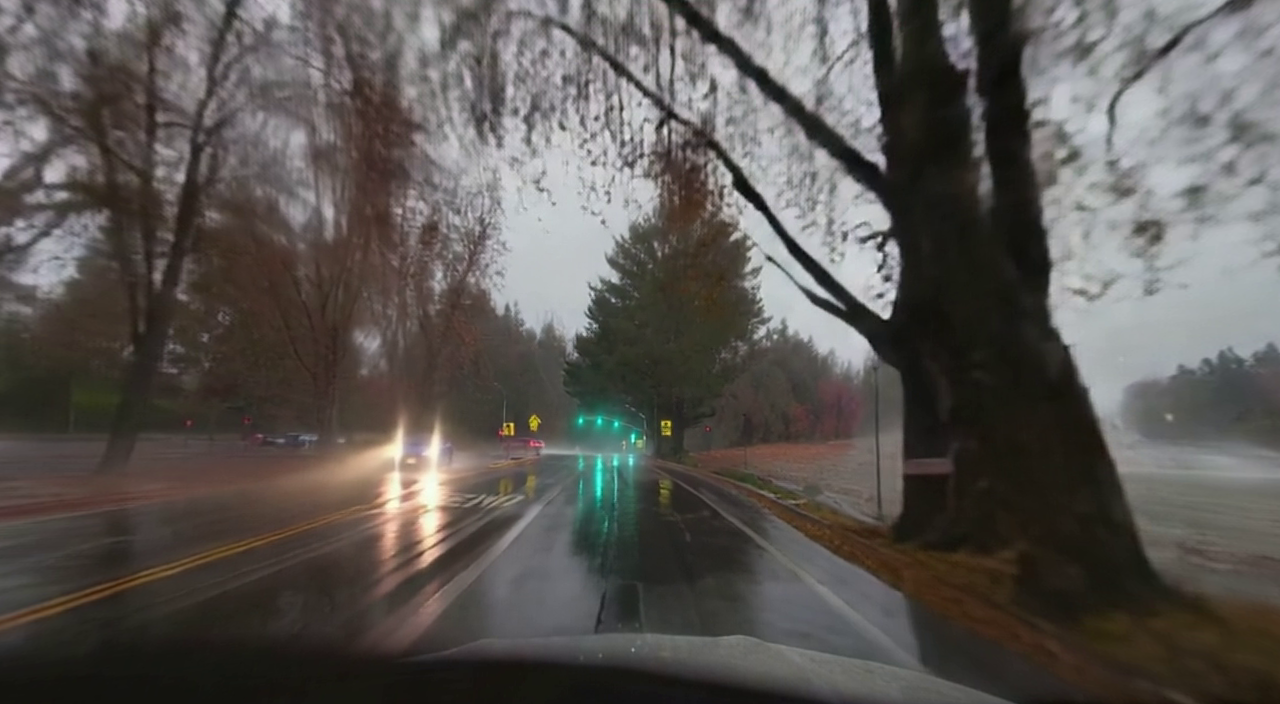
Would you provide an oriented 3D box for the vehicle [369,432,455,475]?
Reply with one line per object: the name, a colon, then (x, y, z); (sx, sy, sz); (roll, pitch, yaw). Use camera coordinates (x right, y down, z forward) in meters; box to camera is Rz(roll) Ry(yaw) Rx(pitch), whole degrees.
vehicle: (-9.257, 4.149, 25.985); (2.129, 1.590, 4.616); (0, -8, -4)
